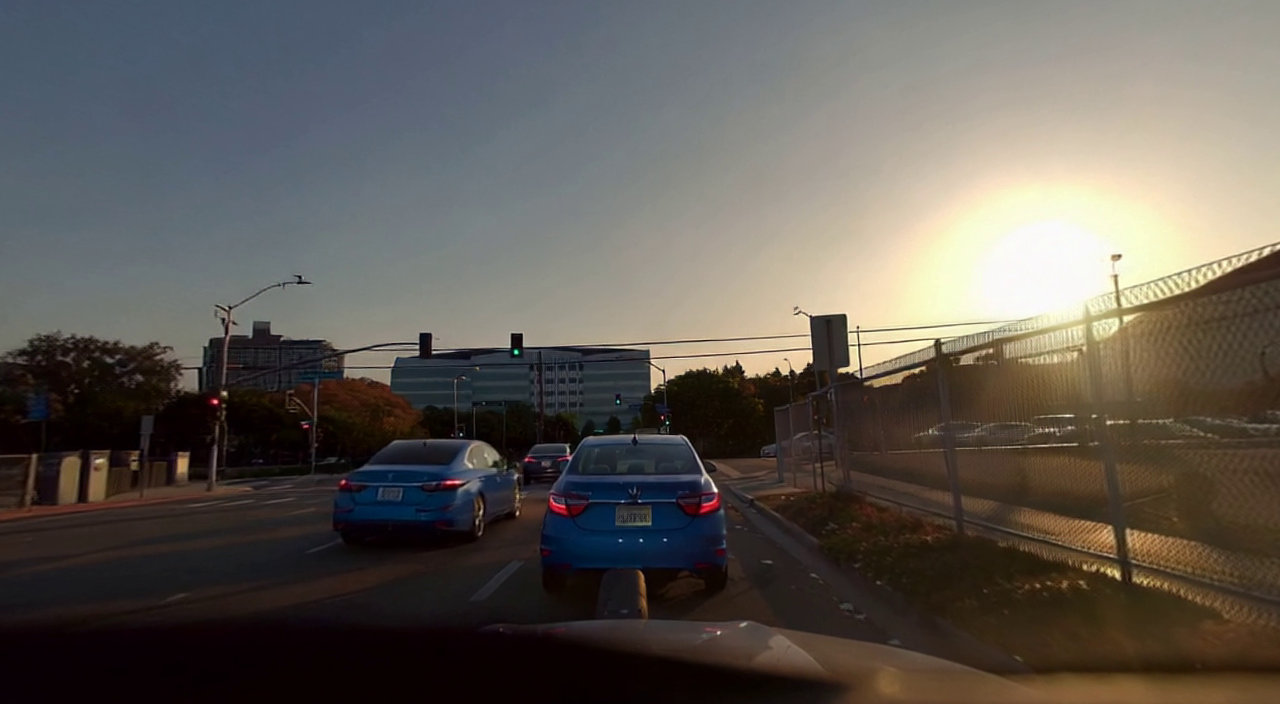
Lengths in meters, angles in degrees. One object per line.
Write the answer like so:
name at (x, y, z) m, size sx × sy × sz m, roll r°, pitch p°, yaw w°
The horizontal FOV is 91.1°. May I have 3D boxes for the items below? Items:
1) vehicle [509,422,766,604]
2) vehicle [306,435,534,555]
vehicle at (-0.031, 1.658, 7.362) m, size 2.144 × 1.514 × 4.063 m, roll 0°, pitch -9°, yaw 0°
vehicle at (-3.155, 2.144, 10.219) m, size 1.971 × 1.488 × 4.581 m, roll 0°, pitch -9°, yaw 1°
